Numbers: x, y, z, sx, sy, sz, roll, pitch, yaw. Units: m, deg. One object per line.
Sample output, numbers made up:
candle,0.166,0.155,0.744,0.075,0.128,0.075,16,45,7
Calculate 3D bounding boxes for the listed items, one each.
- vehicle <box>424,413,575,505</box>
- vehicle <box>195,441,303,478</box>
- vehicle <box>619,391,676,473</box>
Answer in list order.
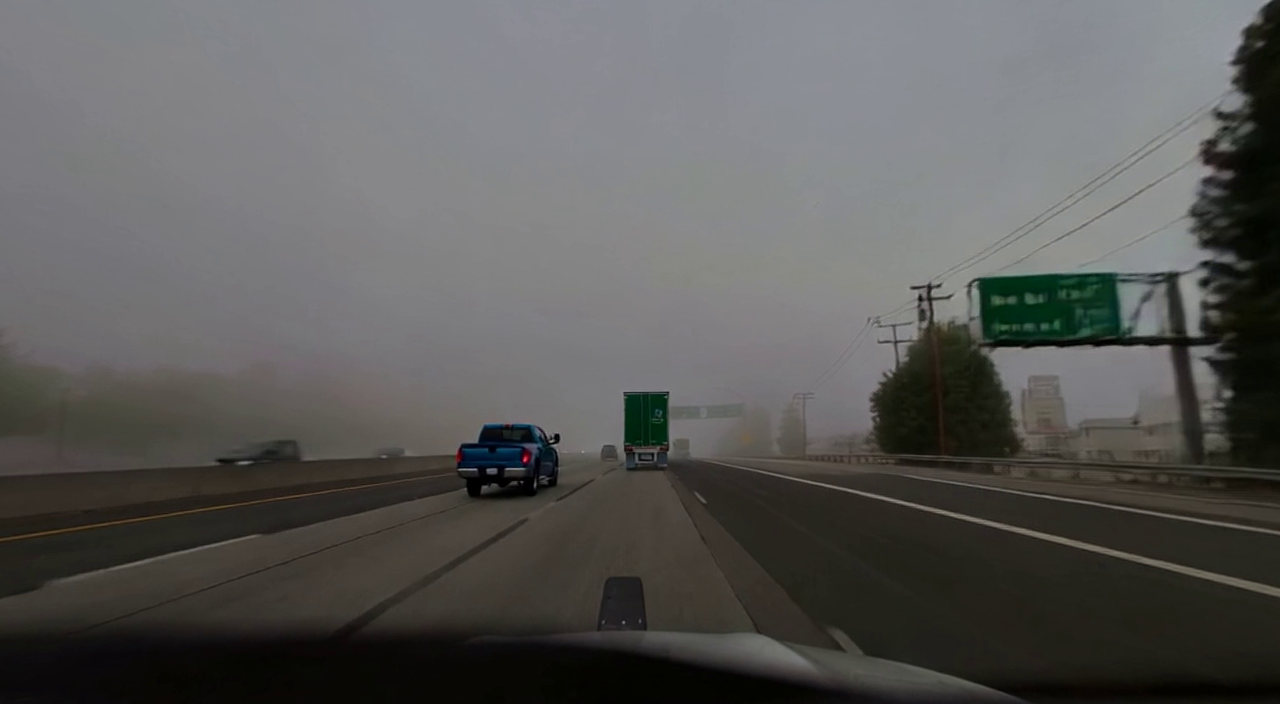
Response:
vehicle,-3.673,3.008,18.235,2.749,2.141,6.515,0,-8,1
vehicle,-18.074,4.956,29.480,1.957,1.561,4.797,0,-8,1
vehicle,0.473,4.961,38.320,2.879,4.085,13.125,0,-8,1
